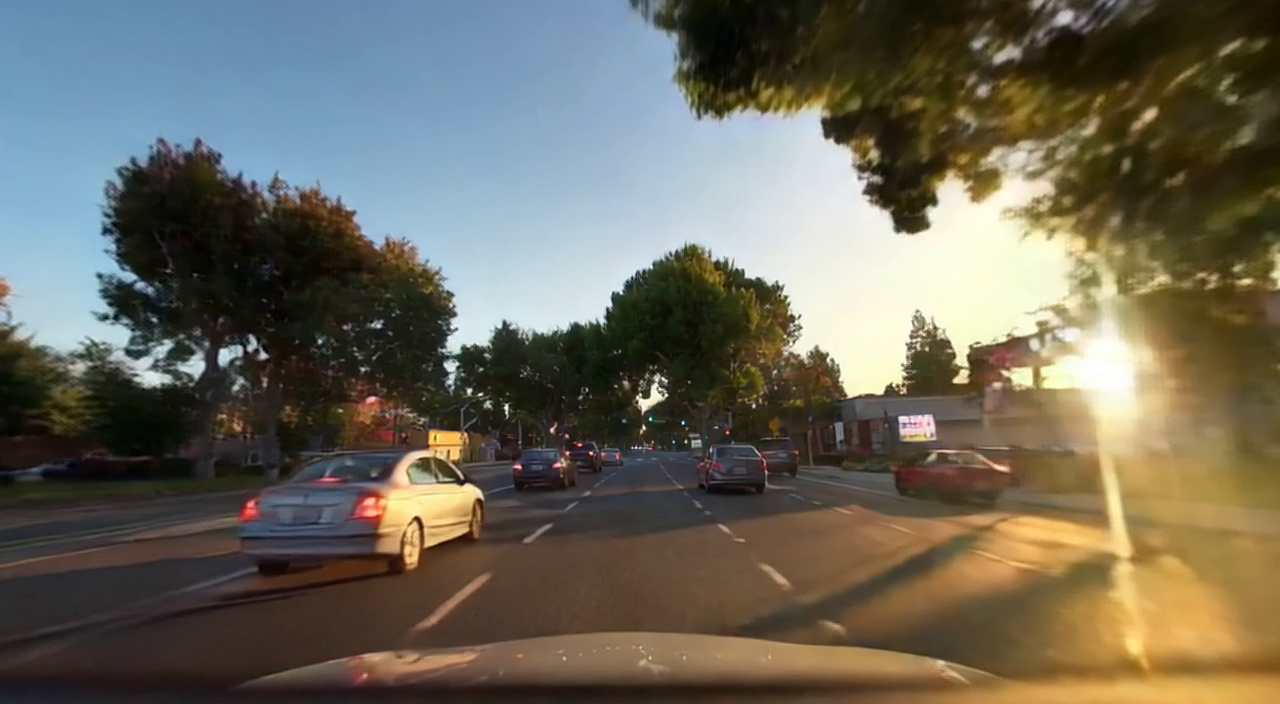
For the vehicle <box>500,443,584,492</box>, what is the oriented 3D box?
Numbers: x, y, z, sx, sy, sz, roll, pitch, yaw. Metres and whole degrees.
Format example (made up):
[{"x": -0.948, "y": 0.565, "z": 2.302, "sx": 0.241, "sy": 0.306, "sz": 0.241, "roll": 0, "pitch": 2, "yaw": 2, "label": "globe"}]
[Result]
[{"x": -3.258, "y": 3.951, "z": 22.000, "sx": 2.087, "sy": 1.494, "sz": 4.626, "roll": 0, "pitch": -9, "yaw": 2, "label": "vehicle"}]

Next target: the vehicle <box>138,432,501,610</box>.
[{"x": -3.150, "y": 1.736, "z": 7.479, "sx": 1.952, "sy": 1.457, "sz": 4.372, "roll": 0, "pitch": -9, "yaw": 1, "label": "vehicle"}]

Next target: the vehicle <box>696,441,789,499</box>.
[{"x": 2.887, "y": 3.429, "z": 18.734, "sx": 2.004, "sy": 1.512, "sz": 4.206, "roll": 0, "pitch": -9, "yaw": -1, "label": "vehicle"}]

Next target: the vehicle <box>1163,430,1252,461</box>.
[{"x": 29.292, "y": 4.827, "z": 32.702, "sx": 1.793, "sy": 1.478, "sz": 4.462, "roll": -5, "pitch": -9, "yaw": 20, "label": "vehicle"}]

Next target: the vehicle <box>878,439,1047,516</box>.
[{"x": 7.499, "y": 2.926, "z": 15.340, "sx": 2.070, "sy": 1.547, "sz": 4.941, "roll": -1, "pitch": -9, "yaw": 8, "label": "vehicle"}]

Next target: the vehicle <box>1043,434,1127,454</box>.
[{"x": 34.399, "y": 7.156, "z": 48.852, "sx": 1.830, "sy": 1.465, "sz": 4.910, "roll": 4, "pitch": -10, "yaw": -26, "label": "vehicle"}]
